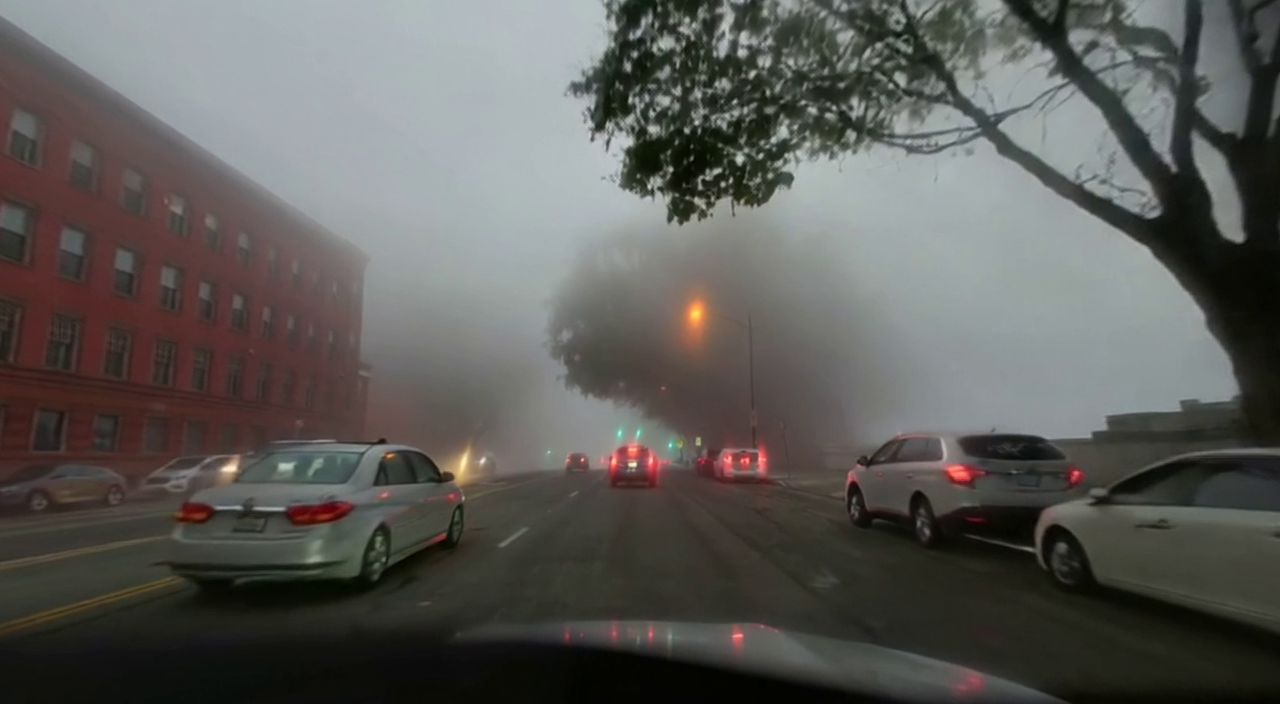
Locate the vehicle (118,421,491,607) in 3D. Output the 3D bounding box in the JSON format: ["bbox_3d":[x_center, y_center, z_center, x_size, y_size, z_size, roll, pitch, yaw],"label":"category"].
[{"bbox_3d":[-3.421,1.729,7.737,1.934,1.548,4.635,0,-9,1],"label":"vehicle"}]

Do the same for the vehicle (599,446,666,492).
[{"bbox_3d":[-0.286,4.226,23.090,2.230,1.518,4.113,0,-9,-1],"label":"vehicle"}]

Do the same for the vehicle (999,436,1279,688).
[{"bbox_3d":[4.815,1.377,4.478,1.910,1.499,4.495,0,-9,1],"label":"vehicle"}]

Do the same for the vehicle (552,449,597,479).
[{"bbox_3d":[-3.640,6.345,35.818,1.972,1.560,4.066,0,-9,2],"label":"vehicle"}]

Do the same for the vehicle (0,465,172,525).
[{"bbox_3d":[-17.832,4.489,20.269,1.978,1.568,4.632,0,-9,-1],"label":"vehicle"}]

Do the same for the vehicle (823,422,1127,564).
[{"bbox_3d":[4.892,2.125,10.296,2.123,1.736,4.795,1,-9,-3],"label":"vehicle"}]

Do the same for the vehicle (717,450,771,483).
[{"bbox_3d":[4.968,5.522,30.693,1.832,1.491,4.054,1,-9,-2],"label":"vehicle"}]
